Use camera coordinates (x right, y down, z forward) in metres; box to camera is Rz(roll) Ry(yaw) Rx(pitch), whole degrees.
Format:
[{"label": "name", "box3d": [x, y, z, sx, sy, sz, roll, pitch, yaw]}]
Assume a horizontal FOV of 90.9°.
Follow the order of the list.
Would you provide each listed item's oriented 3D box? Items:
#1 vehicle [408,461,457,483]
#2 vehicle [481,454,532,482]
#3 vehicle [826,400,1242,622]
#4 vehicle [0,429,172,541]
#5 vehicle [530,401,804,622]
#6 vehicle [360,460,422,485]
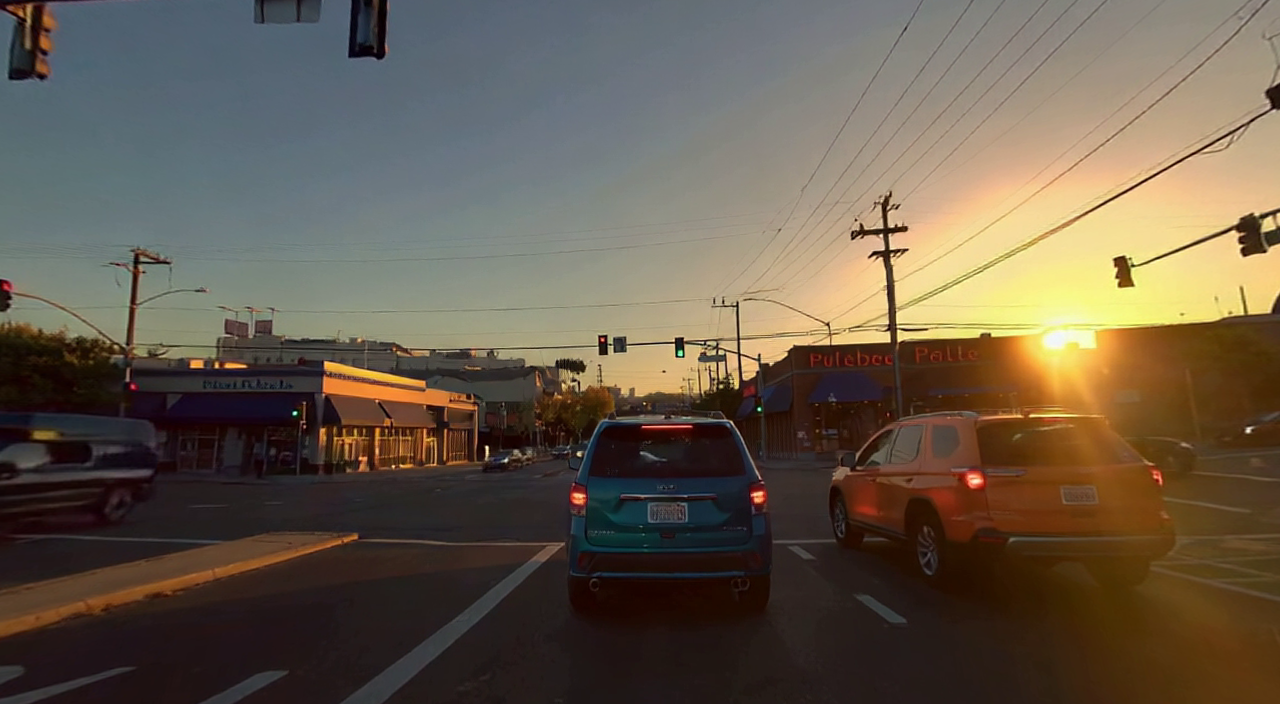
[{"label": "vehicle", "box3d": [-15.487, 8.962, 47.268, 1.875, 1.475, 4.449, -1, -8, 5]}, {"label": "vehicle", "box3d": [-8.976, 7.800, 42.740, 2.023, 1.713, 4.451, -1, -8, 6]}, {"label": "vehicle", "box3d": [3.617, 1.518, 6.964, 1.976, 1.664, 4.189, -1, -8, 2]}, {"label": "vehicle", "box3d": [-11.201, 2.290, 11.183, 2.029, 1.776, 4.711, -1, -8, 3]}, {"label": "vehicle", "box3d": [0.256, 1.510, 6.829, 2.098, 1.682, 3.778, 0, -8, 2]}, {"label": "vehicle", "box3d": [-16.243, 7.850, 41.403, 1.872, 1.433, 4.404, -1, -8, 7]}]
